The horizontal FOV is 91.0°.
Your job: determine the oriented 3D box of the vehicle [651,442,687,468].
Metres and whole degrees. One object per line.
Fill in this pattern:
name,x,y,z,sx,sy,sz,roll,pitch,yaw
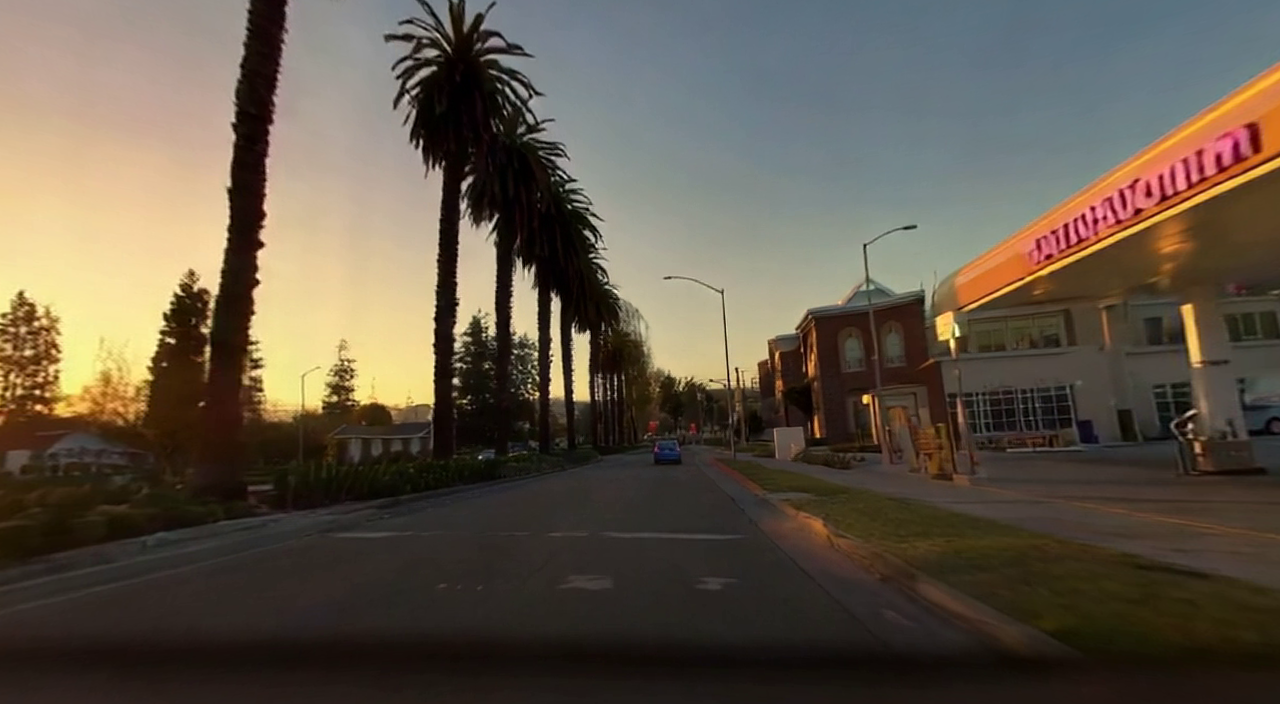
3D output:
vehicle,1.784,6.281,38.590,2.050,1.509,4.148,0,-8,3
